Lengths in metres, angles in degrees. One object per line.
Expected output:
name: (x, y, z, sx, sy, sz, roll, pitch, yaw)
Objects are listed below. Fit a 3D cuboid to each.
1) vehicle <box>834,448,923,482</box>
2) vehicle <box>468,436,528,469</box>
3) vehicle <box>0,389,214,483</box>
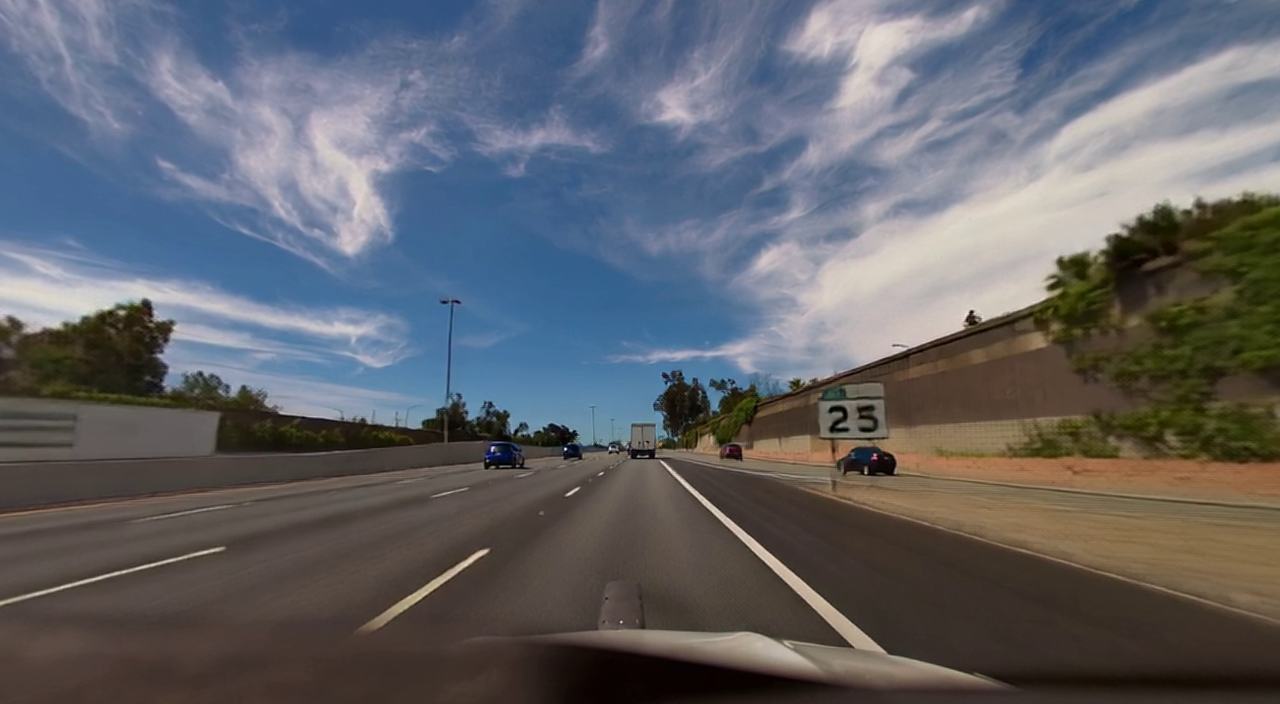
vehicle: (11.318, 5.374, 30.297, 2.075, 1.510, 4.569, 1, -9, -7)
vehicle: (-9.790, 7.017, 44.136, 2.571, 2.169, 6.443, 0, -9, 1)
vehicle: (-29.472, 4.595, 33.470, 3.033, 4.087, 15.130, 0, -9, 0)
